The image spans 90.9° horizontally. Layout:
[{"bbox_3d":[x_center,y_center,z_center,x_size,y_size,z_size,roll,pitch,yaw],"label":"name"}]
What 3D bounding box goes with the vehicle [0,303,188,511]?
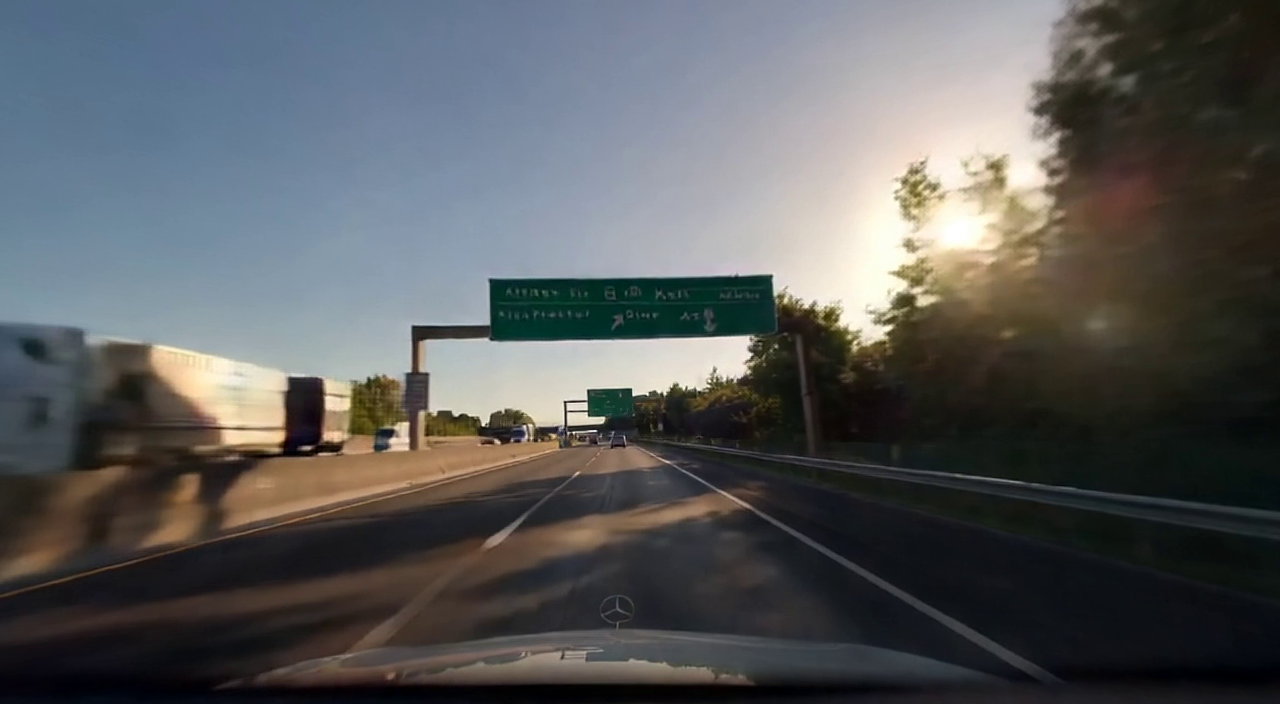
[{"bbox_3d":[-13.428,1.264,13.524,2.967,3.842,5.829,0,-8,0],"label":"vehicle"}]
